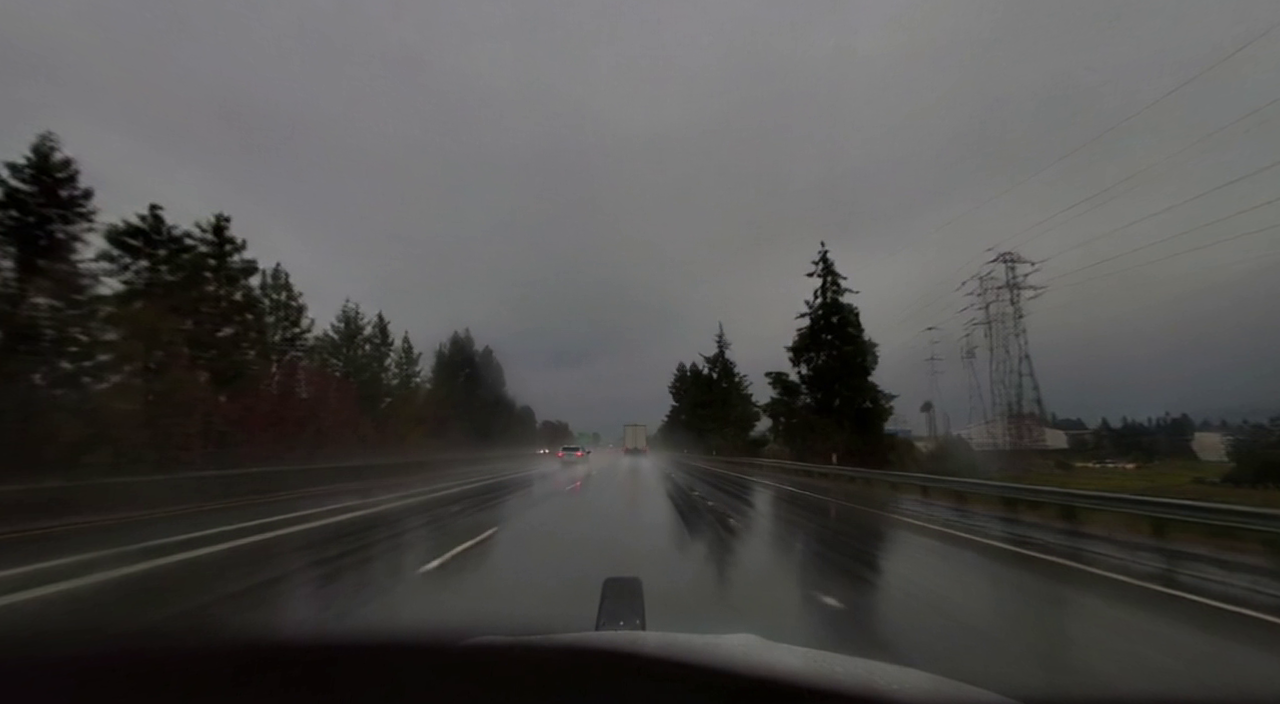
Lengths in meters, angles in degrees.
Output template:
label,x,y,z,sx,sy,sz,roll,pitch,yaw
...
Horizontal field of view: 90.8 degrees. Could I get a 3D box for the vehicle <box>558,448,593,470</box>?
label,x,y,z,sx,sy,sz,roll,pitch,yaw
vehicle,-4.506,7.559,44.710,2.106,1.445,4.404,0,-9,-1
